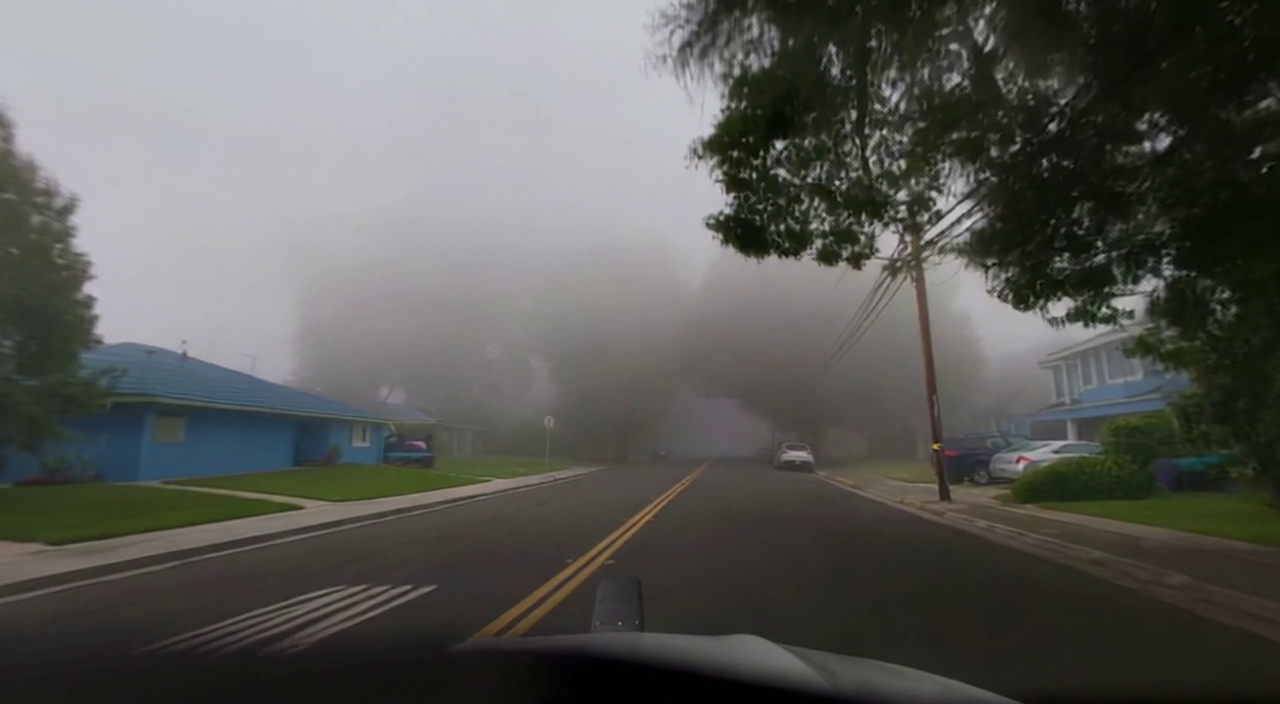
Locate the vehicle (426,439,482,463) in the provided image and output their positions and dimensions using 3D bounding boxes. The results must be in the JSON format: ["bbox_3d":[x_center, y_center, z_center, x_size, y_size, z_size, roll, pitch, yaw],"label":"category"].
[{"bbox_3d":[-14.527,7.806,49.620,2.139,1.746,5.099,-3,-10,10],"label":"vehicle"}]

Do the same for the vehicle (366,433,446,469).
[{"bbox_3d":[-12.892,5.521,35.228,2.034,1.829,5.161,-1,-9,6],"label":"vehicle"}]

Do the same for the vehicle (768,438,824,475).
[{"bbox_3d":[8.465,5.731,34.773,2.114,1.858,5.144,-1,-9,4],"label":"vehicle"}]

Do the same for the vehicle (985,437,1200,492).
[{"bbox_3d":[13.075,3.276,18.576,4.625,1.501,2.011,-1,-9,8],"label":"vehicle"}]
